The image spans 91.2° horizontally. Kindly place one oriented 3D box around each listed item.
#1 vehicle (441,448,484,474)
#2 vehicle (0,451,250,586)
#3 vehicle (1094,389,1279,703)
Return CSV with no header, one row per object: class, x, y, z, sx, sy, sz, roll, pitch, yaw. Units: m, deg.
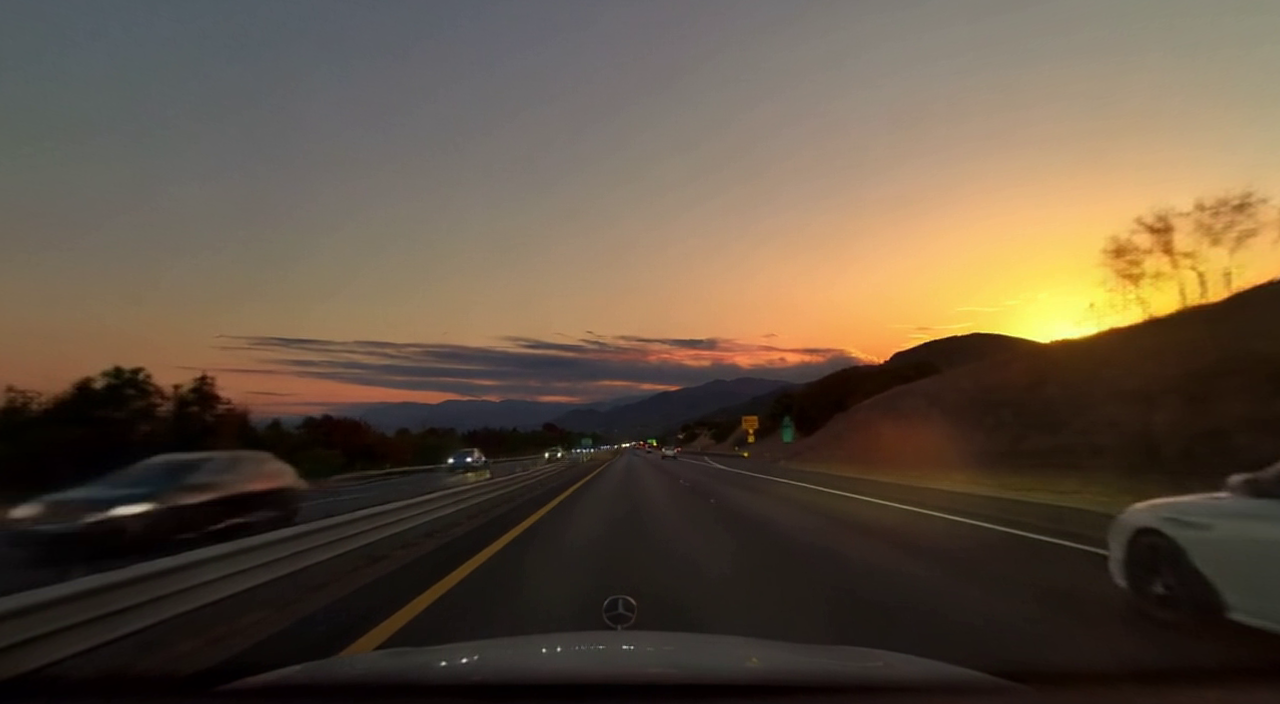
vehicle,-13.587,8.362,48.267,2.110,1.813,4.799,0,-9,-3
vehicle,-8.456,2.344,9.709,1.932,1.559,4.173,-1,-9,4
vehicle,4.158,0.811,2.108,2.001,1.555,4.098,0,-9,-3
